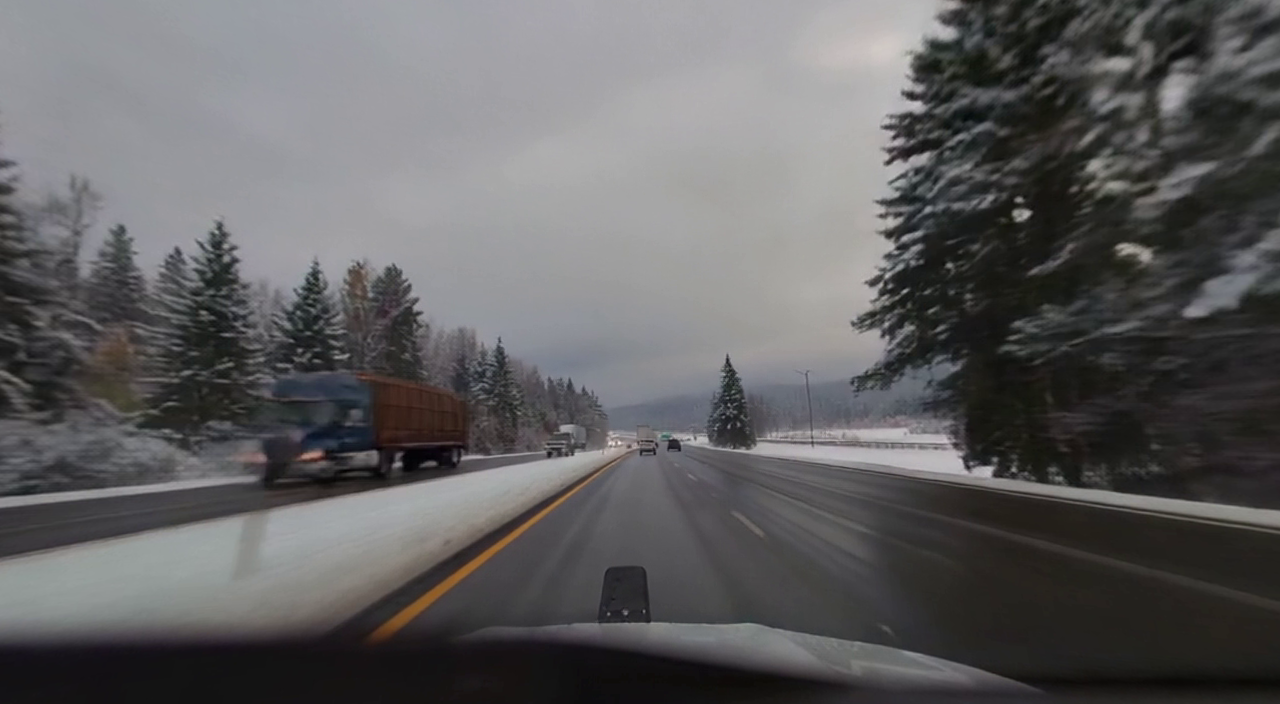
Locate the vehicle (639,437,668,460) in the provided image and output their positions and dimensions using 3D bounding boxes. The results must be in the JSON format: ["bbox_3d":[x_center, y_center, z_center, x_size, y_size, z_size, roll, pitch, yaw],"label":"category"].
[{"bbox_3d":[0.874,6.663,43.593,1.924,1.498,3.817,0,-8,0],"label":"vehicle"}]

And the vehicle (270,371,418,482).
[{"bbox_3d":[-11.566,3.058,25.359,2.945,3.941,6.037,0,-8,-1],"label":"vehicle"}]
